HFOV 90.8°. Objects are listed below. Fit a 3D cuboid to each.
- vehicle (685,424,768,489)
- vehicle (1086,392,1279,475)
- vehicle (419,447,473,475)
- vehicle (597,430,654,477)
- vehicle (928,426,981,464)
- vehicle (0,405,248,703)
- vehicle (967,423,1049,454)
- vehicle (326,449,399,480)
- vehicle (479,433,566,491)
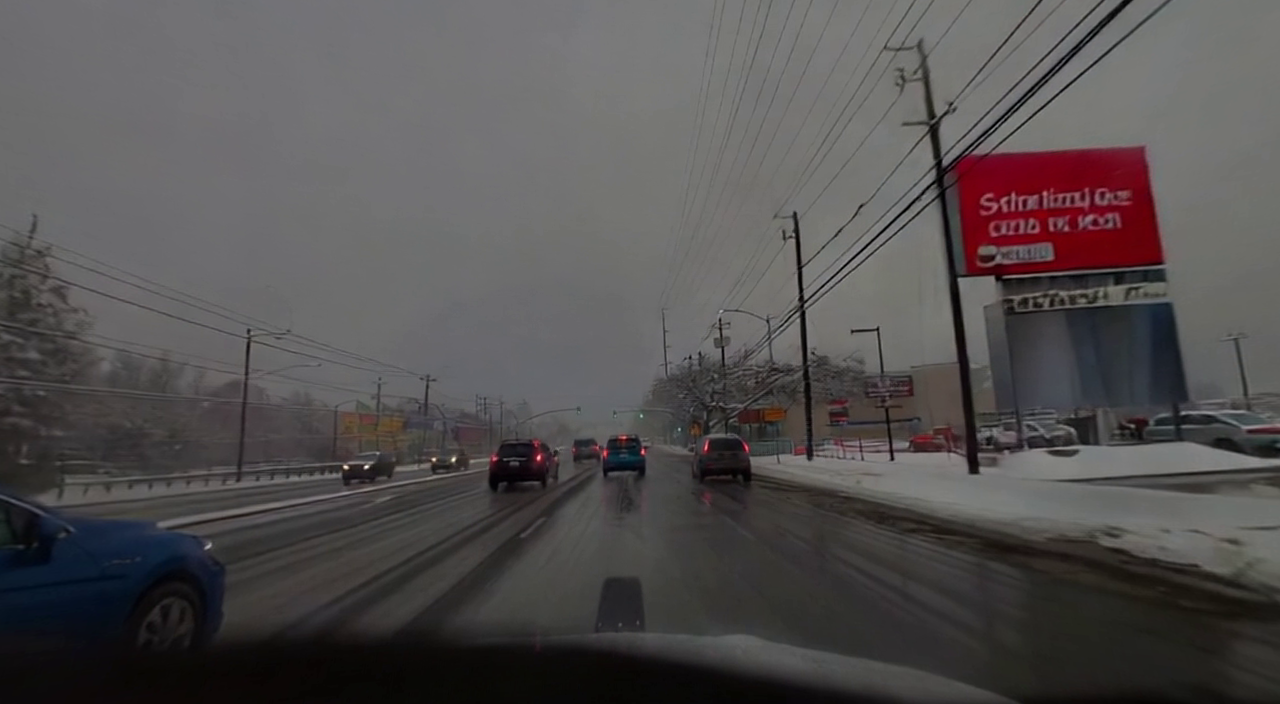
[{"bbox_3d":[2.757,3.447,21.108,2.026,1.904,4.102,0,-8,-2],"label":"vehicle"},{"bbox_3d":[16.176,2.381,18.269,2.409,1.981,5.809,-2,-8,2],"label":"vehicle"},{"bbox_3d":[-11.499,6.460,37.777,1.862,1.510,4.381,0,-8,0],"label":"vehicle"},{"bbox_3d":[-0.639,4.522,28.307,2.326,1.925,4.253,0,-8,-1],"label":"vehicle"},{"bbox_3d":[14.941,4.392,29.861,1.990,1.597,4.475,-5,-9,28],"label":"vehicle"},{"bbox_3d":[-3.431,0.848,1.616,2.022,1.498,4.471,0,-8,-1],"label":"vehicle"},{"bbox_3d":[19.439,4.633,33.598,1.883,1.499,4.403,-1,-8,4],"label":"vehicle"},{"bbox_3d":[-15.089,6.109,34.633,1.986,1.553,4.640,0,-8,-1],"label":"vehicle"},{"bbox_3d":[-3.654,3.503,20.412,2.051,1.671,3.861,0,-8,0],"label":"vehicle"}]
